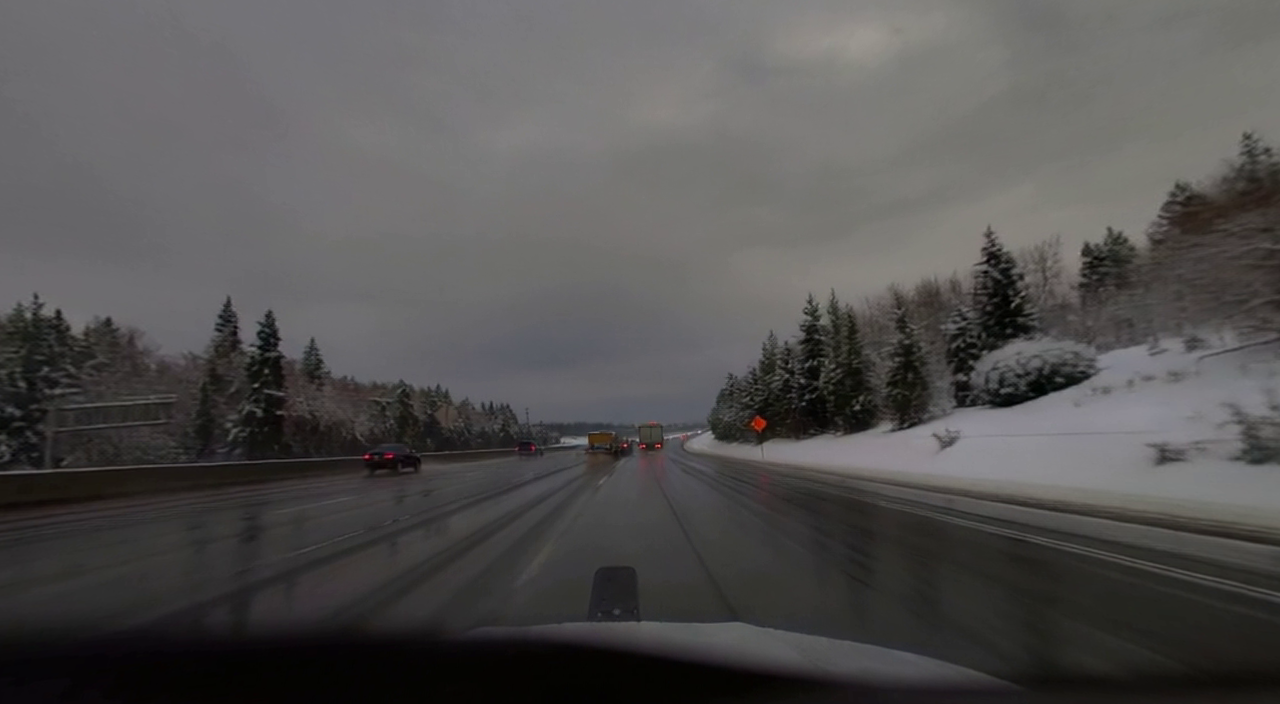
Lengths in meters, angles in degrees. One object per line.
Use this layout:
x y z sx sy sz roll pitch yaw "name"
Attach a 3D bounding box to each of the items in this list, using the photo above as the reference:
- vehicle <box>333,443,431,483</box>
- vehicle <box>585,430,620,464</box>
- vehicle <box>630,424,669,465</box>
-10.255 4.433 25.590 1.952 1.457 4.689 0 -9 1 "vehicle"
-2.881 7.500 49.717 2.328 2.519 5.238 0 -9 1 "vehicle"
0.764 7.144 48.945 2.768 2.854 6.757 1 -8 1 "vehicle"
